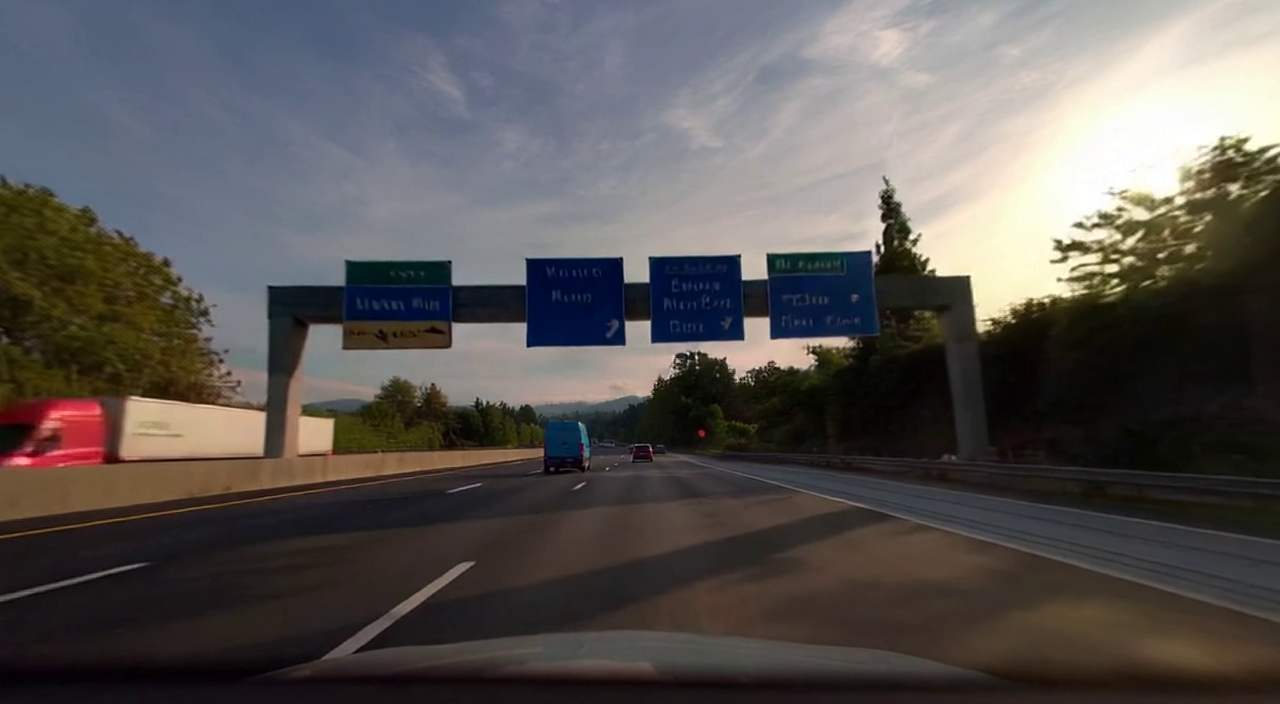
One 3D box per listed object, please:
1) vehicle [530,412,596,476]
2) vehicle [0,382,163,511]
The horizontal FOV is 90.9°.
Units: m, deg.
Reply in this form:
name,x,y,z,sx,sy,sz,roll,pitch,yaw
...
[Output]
name,x,y,z,sx,sy,sz,roll,pitch,yaw
vehicle,-3.552,4.469,30.502,2.382,2.736,5.982,0,-9,0
vehicle,-20.369,3.239,21.727,2.966,3.817,5.992,0,-9,0
